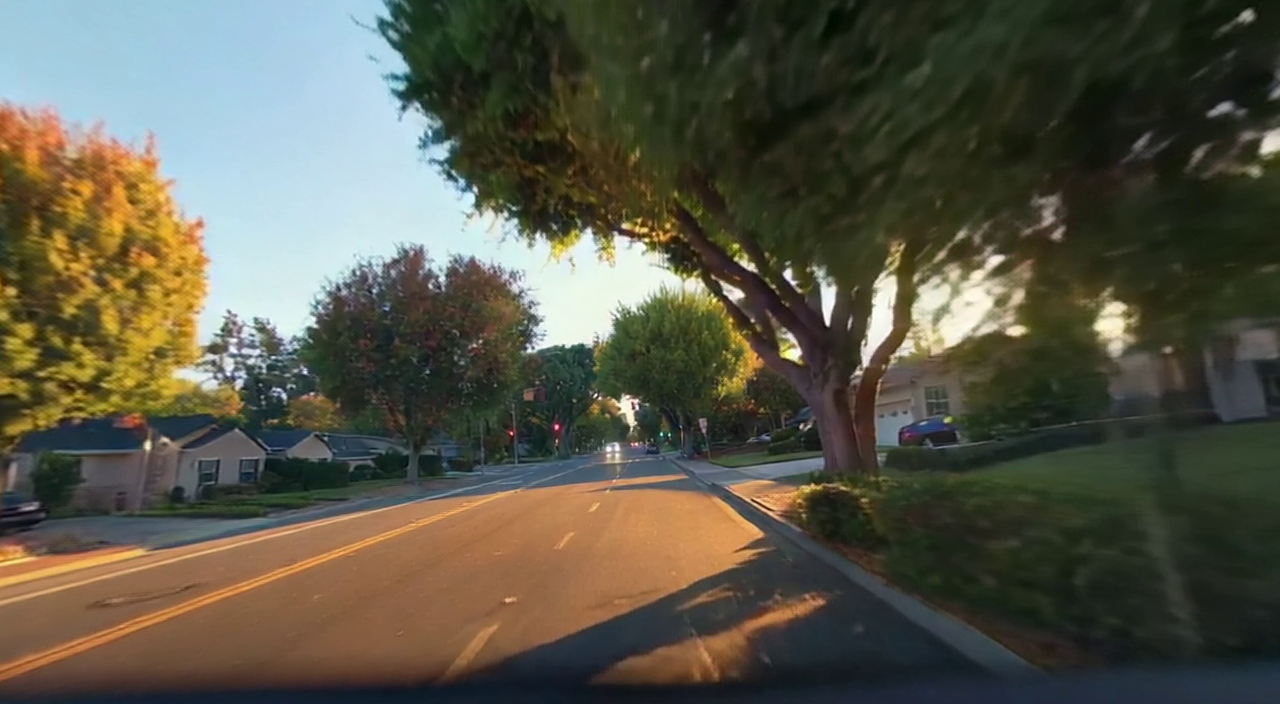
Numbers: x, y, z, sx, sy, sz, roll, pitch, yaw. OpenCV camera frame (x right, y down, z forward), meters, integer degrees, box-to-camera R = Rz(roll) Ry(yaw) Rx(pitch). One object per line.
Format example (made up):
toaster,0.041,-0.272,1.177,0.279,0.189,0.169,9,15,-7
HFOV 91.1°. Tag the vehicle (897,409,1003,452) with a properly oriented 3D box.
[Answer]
vehicle,14.491,3.681,29.520,3.917,1.454,1.725,-7,-7,0
